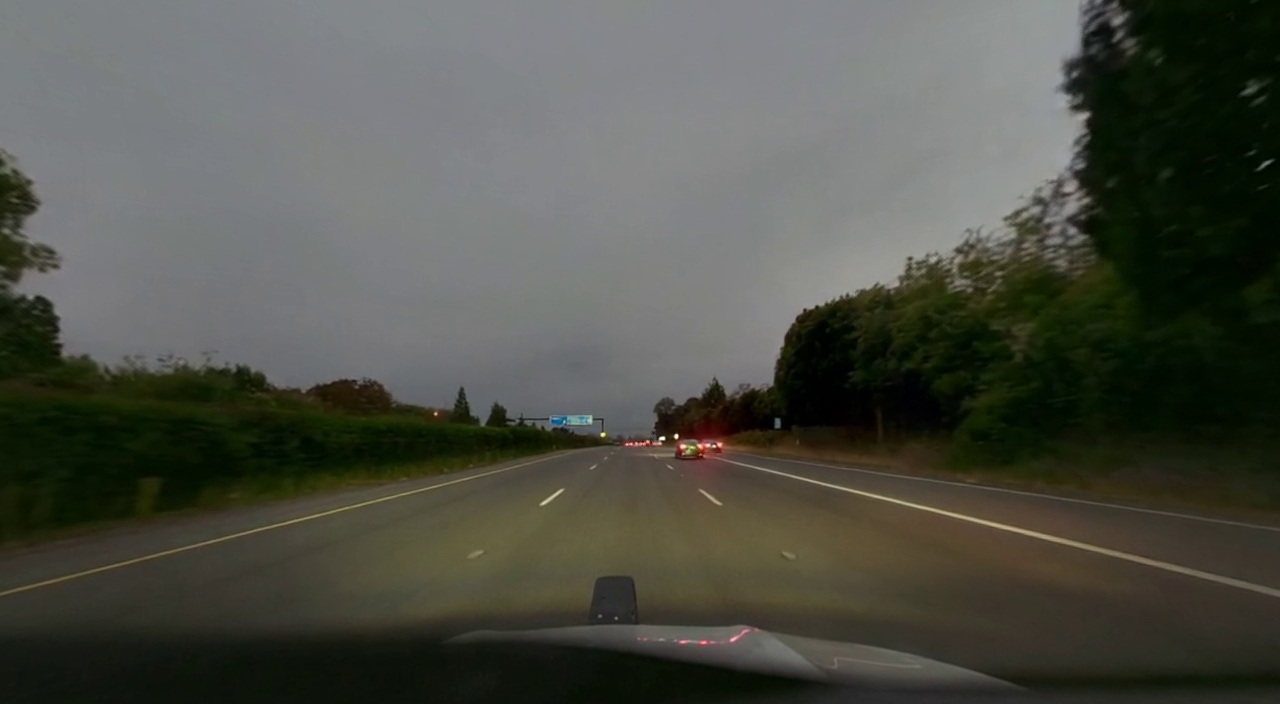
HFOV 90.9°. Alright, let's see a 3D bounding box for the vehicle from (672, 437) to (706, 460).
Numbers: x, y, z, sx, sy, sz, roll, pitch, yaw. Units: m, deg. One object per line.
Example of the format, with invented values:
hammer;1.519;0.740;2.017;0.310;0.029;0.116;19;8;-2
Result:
vehicle;3.249;6.486;42.415;1.819;1.468;3.770;0;-8;-2
